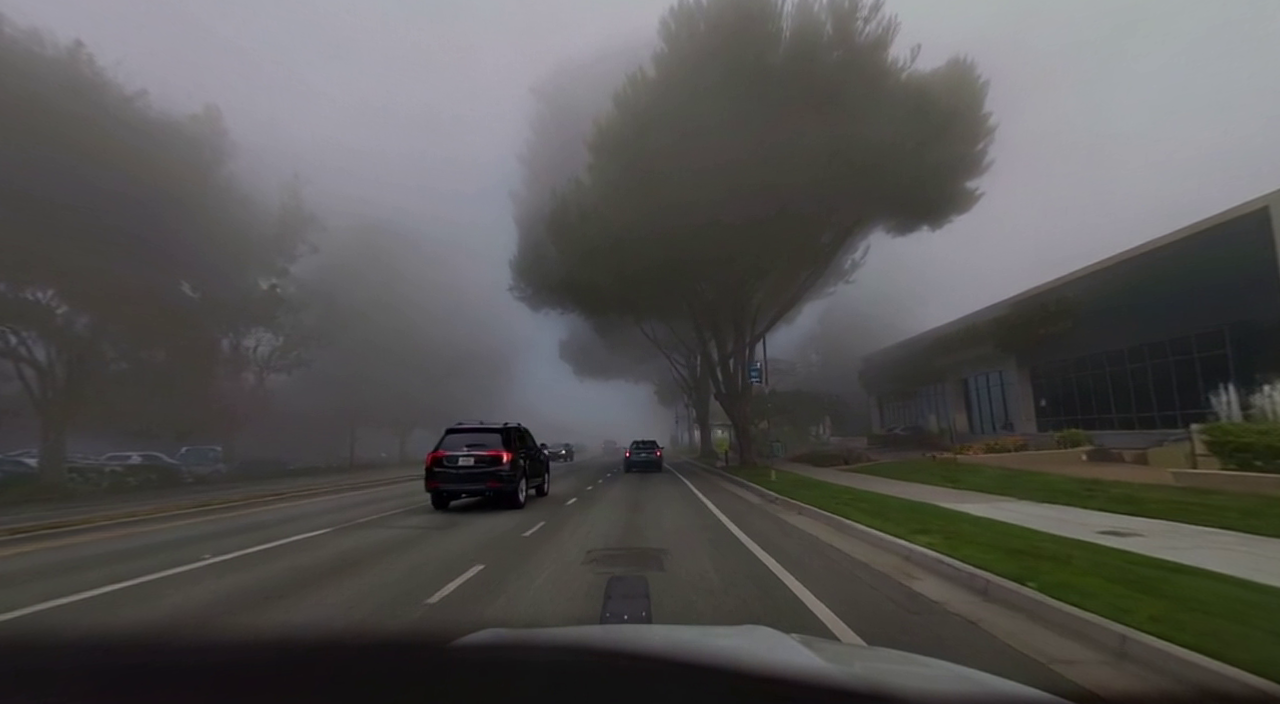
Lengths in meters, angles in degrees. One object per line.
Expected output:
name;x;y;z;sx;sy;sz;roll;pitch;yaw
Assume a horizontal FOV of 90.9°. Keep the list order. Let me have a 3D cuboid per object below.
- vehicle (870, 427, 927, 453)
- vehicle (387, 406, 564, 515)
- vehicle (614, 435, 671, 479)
vehicle;17.524;6.000;42.919;1.856;1.491;4.209;-5;-8;-3
vehicle;-3.372;2.399;14.411;2.358;1.990;5.447;0;-8;2
vehicle;0.145;4.184;25.417;2.108;1.612;4.246;0;-8;1
